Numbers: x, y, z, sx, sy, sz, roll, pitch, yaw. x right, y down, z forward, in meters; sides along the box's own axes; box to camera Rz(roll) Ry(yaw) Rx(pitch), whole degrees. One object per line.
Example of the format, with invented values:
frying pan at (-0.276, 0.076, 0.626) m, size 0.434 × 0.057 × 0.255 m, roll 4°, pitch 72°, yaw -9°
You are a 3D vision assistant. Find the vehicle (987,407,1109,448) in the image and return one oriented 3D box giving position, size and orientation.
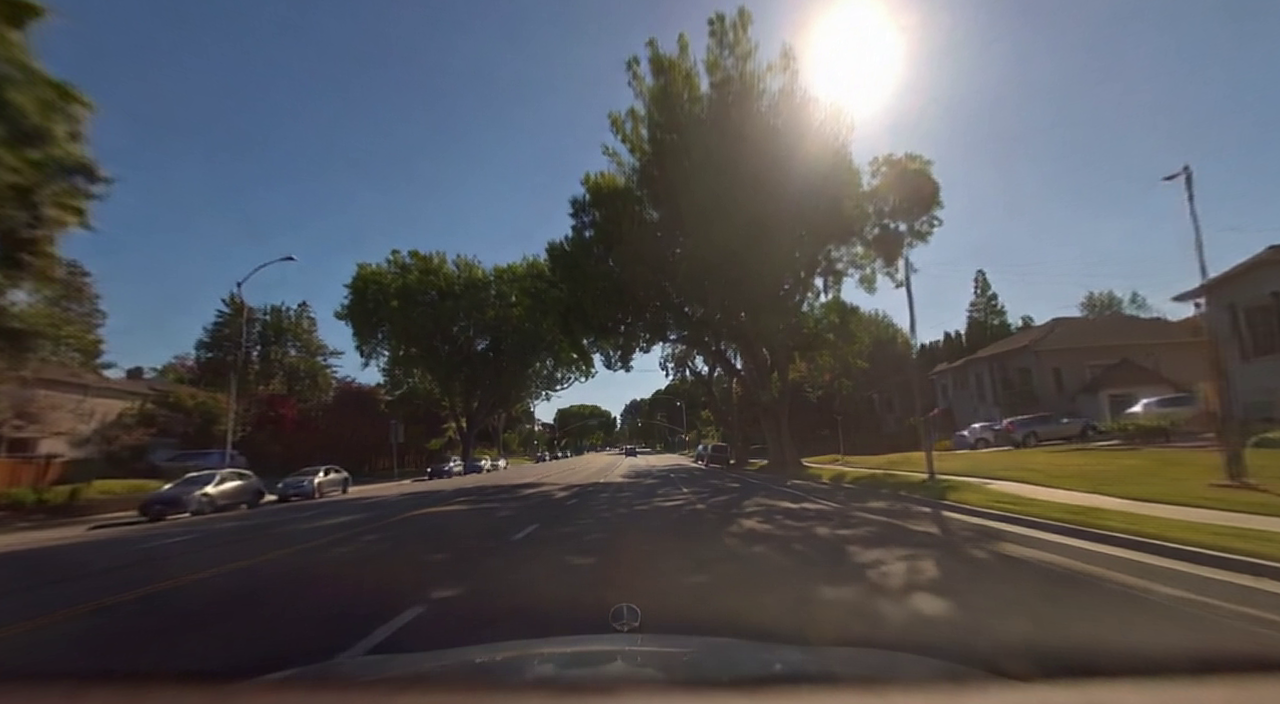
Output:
vehicle at (17.440, 3.305, 27.141) m, size 1.726 × 1.620 × 3.938 m, roll 6°, pitch -11°, yaw -37°

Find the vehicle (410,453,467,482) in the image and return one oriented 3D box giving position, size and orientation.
vehicle at (-12.644, 7.265, 40.041) m, size 2.078 × 1.618 × 4.650 m, roll 0°, pitch -9°, yaw 0°

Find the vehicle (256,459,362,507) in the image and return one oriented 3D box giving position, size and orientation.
vehicle at (-12.738, 5.026, 24.659) m, size 1.909 × 1.477 × 4.345 m, roll -4°, pitch -8°, yaw -1°

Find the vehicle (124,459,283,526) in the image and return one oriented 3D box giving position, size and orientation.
vehicle at (-12.679, 4.057, 18.747) m, size 1.828 × 1.510 × 4.149 m, roll -5°, pitch -9°, yaw 0°

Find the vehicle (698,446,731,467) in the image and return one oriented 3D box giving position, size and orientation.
vehicle at (5.741, 8.126, 49.266) m, size 1.875 × 1.466 × 4.355 m, roll 0°, pitch -9°, yaw -2°
